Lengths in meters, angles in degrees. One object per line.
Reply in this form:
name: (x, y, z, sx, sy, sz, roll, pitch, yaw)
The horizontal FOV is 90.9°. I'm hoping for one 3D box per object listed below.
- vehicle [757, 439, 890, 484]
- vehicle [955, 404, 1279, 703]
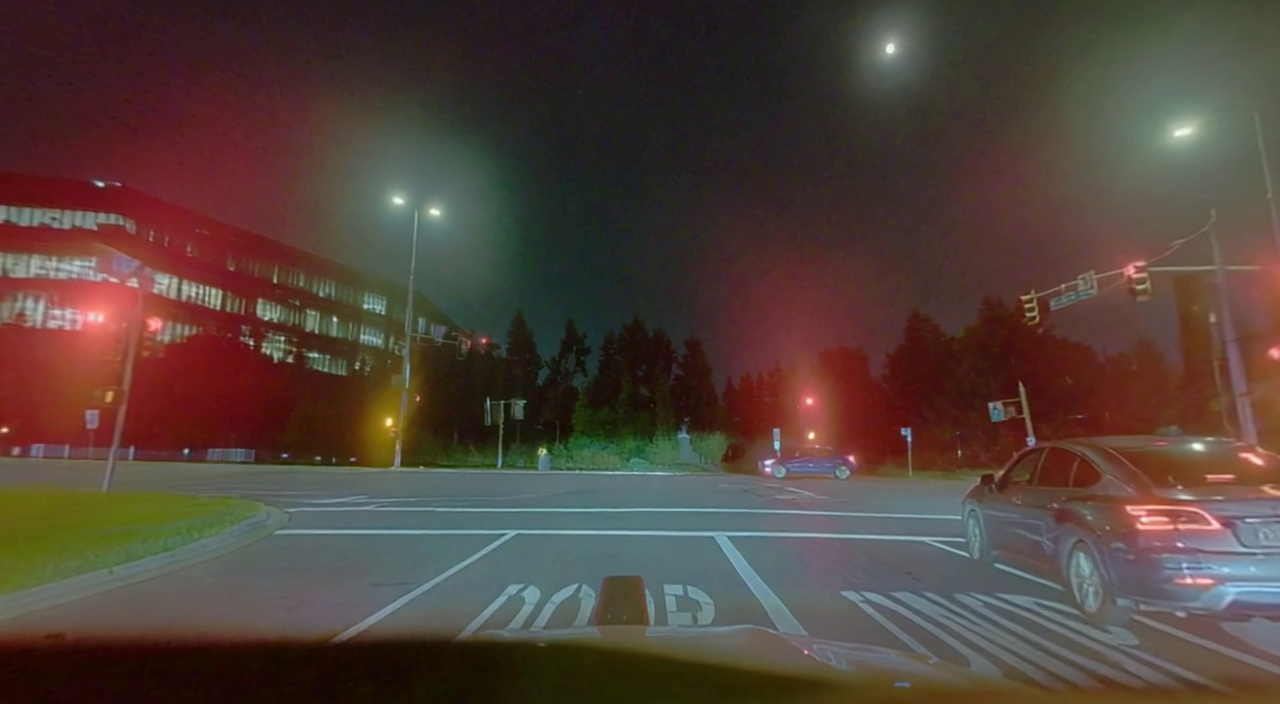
vehicle: (7.359, 4.360, 25.380, 4.715, 1.671, 2.030, 3, -9, -17)
vehicle: (4.187, 1.244, 4.321, 2.036, 1.583, 4.911, -1, -8, 7)
